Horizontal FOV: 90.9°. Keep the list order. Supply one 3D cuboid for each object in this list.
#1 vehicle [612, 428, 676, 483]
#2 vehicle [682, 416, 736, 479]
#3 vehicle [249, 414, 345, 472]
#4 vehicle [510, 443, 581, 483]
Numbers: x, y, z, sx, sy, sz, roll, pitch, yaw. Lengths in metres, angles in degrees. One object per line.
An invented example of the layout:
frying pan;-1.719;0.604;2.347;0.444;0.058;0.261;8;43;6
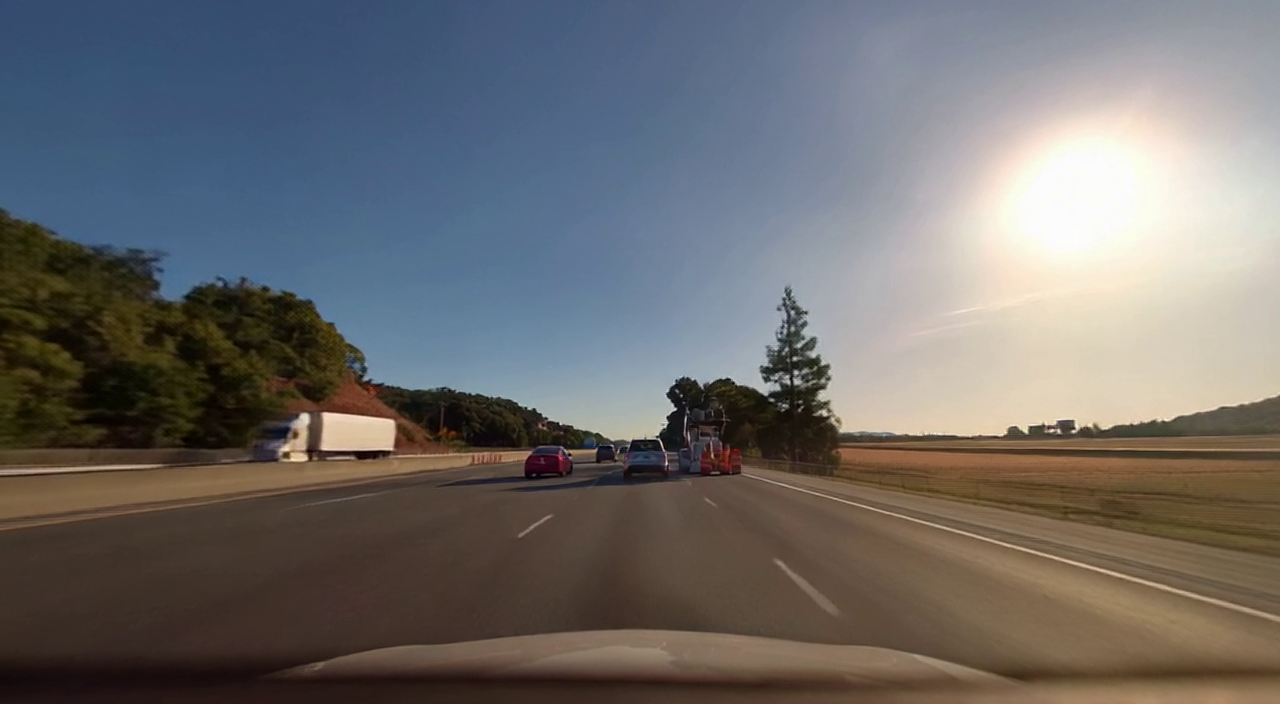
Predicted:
vehicle;0.165;4.094;25.206;2.308;1.993;4.631;0;-8;1
vehicle;4.550;6.561;43.621;2.793;3.828;9.580;0;-8;1
vehicle;-24.805;6.649;46.041;2.939;3.843;6.931;0;-8;0
vehicle;-3.740;4.452;25.732;2.096;1.469;4.319;0;-8;2
